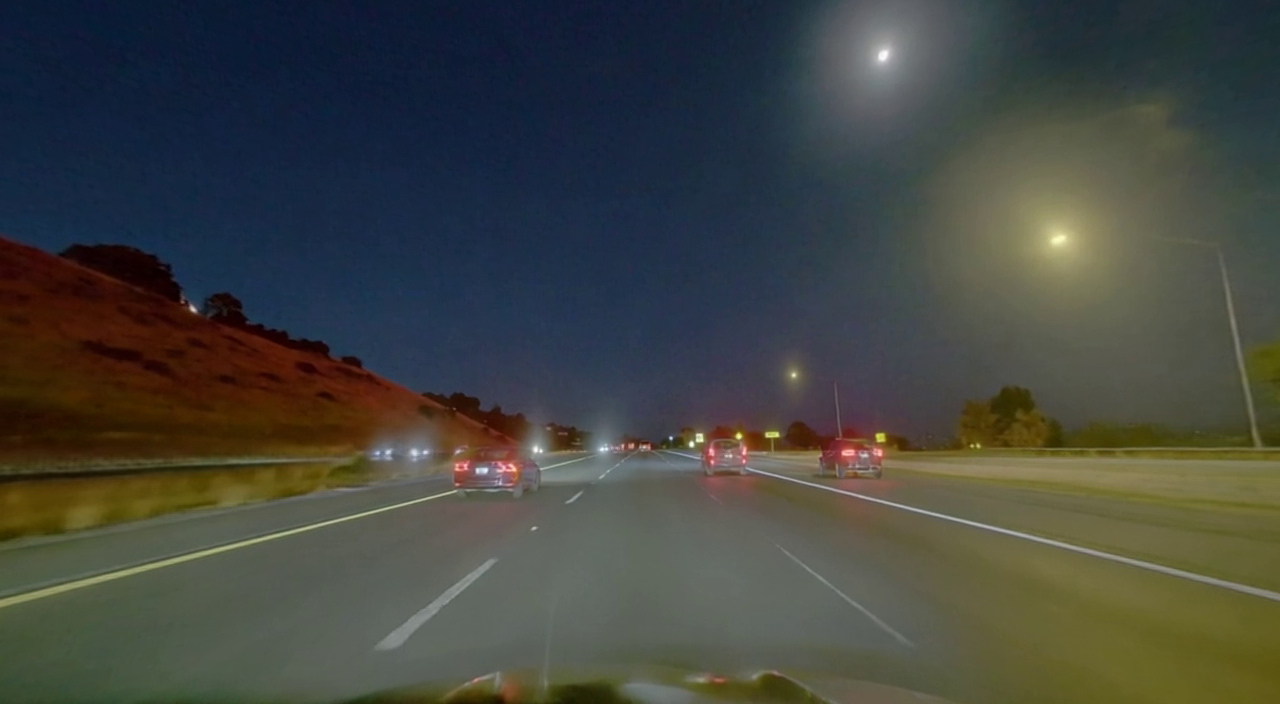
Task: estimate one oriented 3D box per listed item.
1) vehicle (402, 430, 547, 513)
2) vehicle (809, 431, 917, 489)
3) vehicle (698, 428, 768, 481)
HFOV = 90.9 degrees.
[{"bbox_3d":[-3.700,2.761,15.078,2.166,1.672,4.388,-1,-8,1],"label":"vehicle"},{"bbox_3d":[7.309,3.577,21.186,1.998,1.717,4.338,0,-8,0],"label":"vehicle"},{"bbox_3d":[3.669,4.159,25.877,2.121,1.925,5.056,0,-8,0],"label":"vehicle"}]
